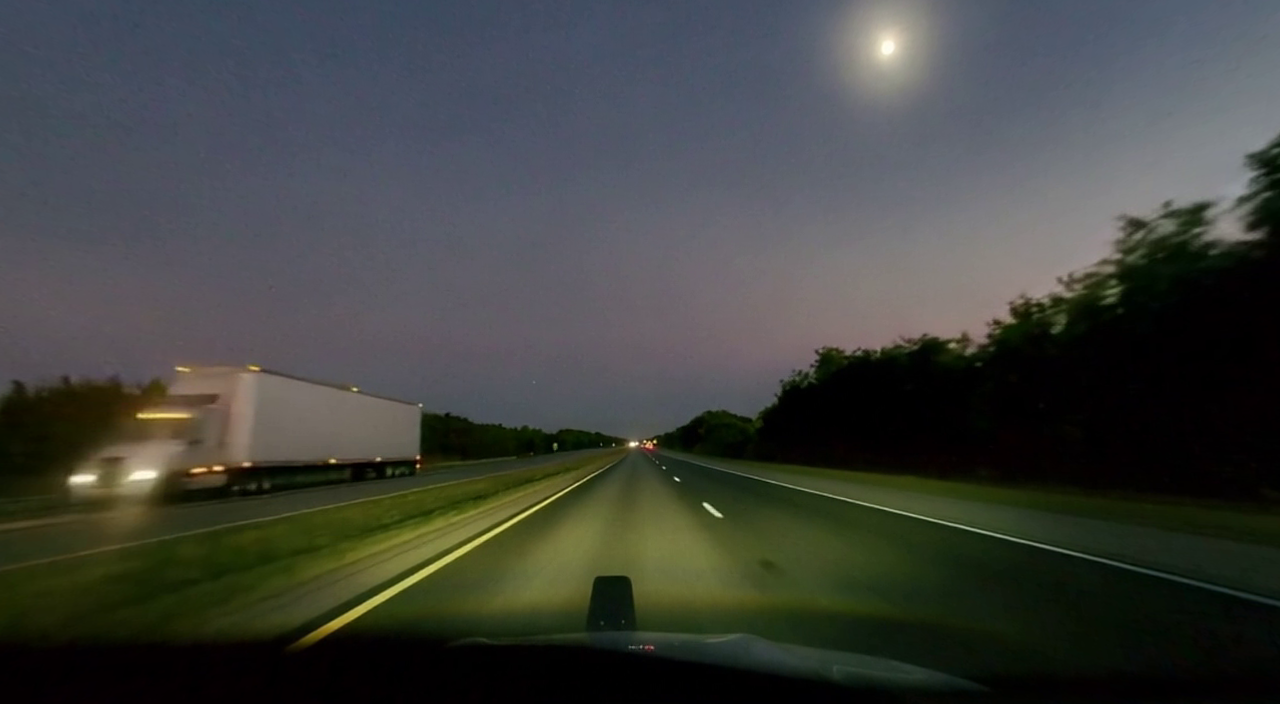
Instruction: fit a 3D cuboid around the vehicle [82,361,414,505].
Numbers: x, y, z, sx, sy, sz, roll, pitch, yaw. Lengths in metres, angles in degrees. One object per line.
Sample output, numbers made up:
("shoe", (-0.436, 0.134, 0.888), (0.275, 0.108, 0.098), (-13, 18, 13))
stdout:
("vehicle", (-13.721, 3.497, 25.698), (3.028, 3.929, 16.813), (0, -9, -1))
